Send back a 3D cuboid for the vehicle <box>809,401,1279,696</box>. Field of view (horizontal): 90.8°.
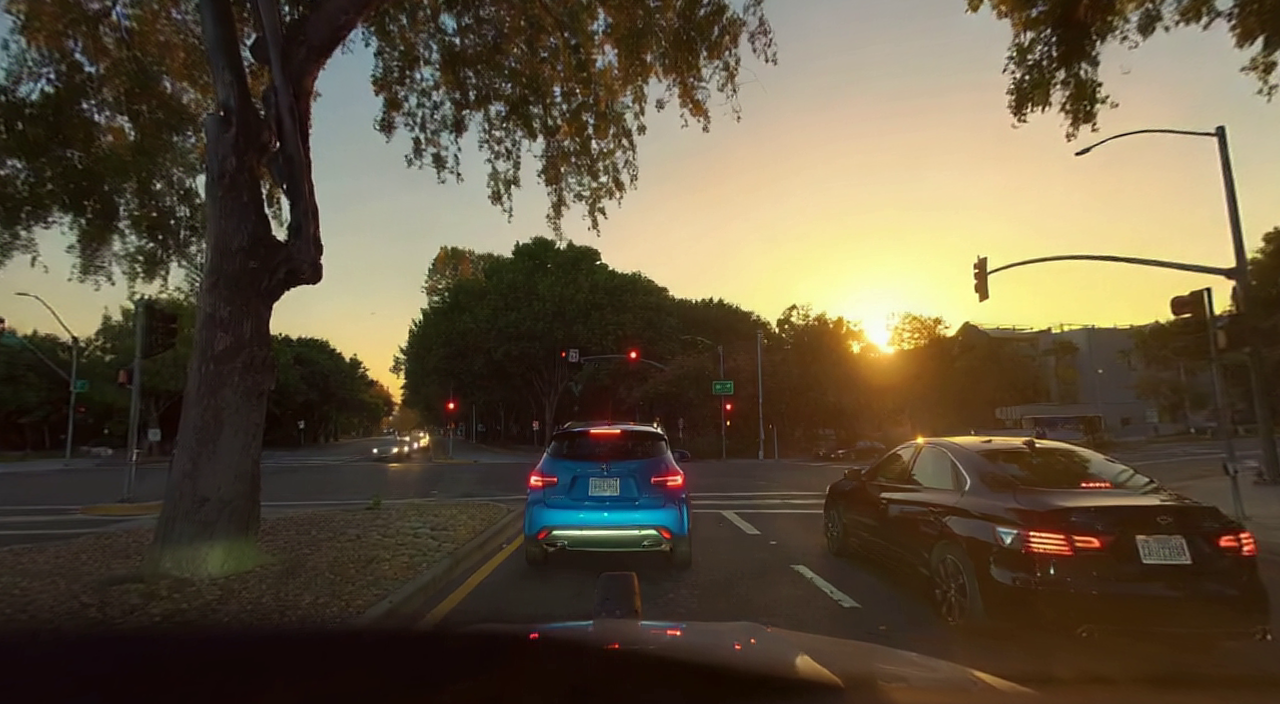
[{"bbox_3d":[3.172,1.398,5.766,1.932,1.562,4.629,0,-9,0],"label":"vehicle"}]

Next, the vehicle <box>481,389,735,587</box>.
[{"bbox_3d":[-0.346,1.528,7.832,2.247,1.760,4.231,0,-9,-2],"label":"vehicle"}]
